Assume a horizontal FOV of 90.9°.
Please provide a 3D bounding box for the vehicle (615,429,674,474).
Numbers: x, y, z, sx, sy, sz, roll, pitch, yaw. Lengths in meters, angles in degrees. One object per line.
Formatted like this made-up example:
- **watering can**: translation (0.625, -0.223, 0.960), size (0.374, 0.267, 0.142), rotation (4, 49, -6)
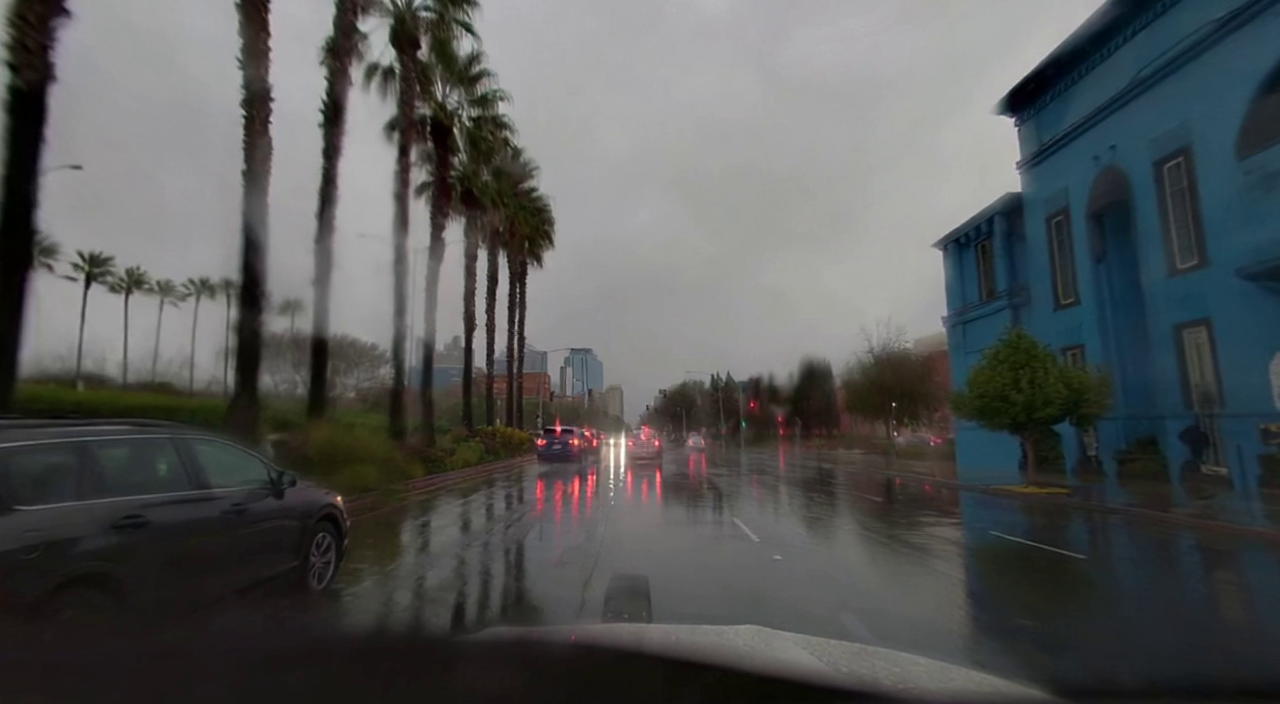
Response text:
- **vehicle**: translation (0.156, 3.911, 24.953), size (2.114, 1.585, 4.285), rotation (0, -8, 0)

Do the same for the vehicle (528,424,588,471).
- **vehicle**: translation (-3.266, 3.920, 25.933), size (1.914, 1.741, 4.398), rotation (0, -8, -1)

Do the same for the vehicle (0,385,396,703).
- **vehicle**: translation (-3.562, 1.160, 4.342), size (1.875, 1.526, 4.542), rotation (0, -8, 1)
